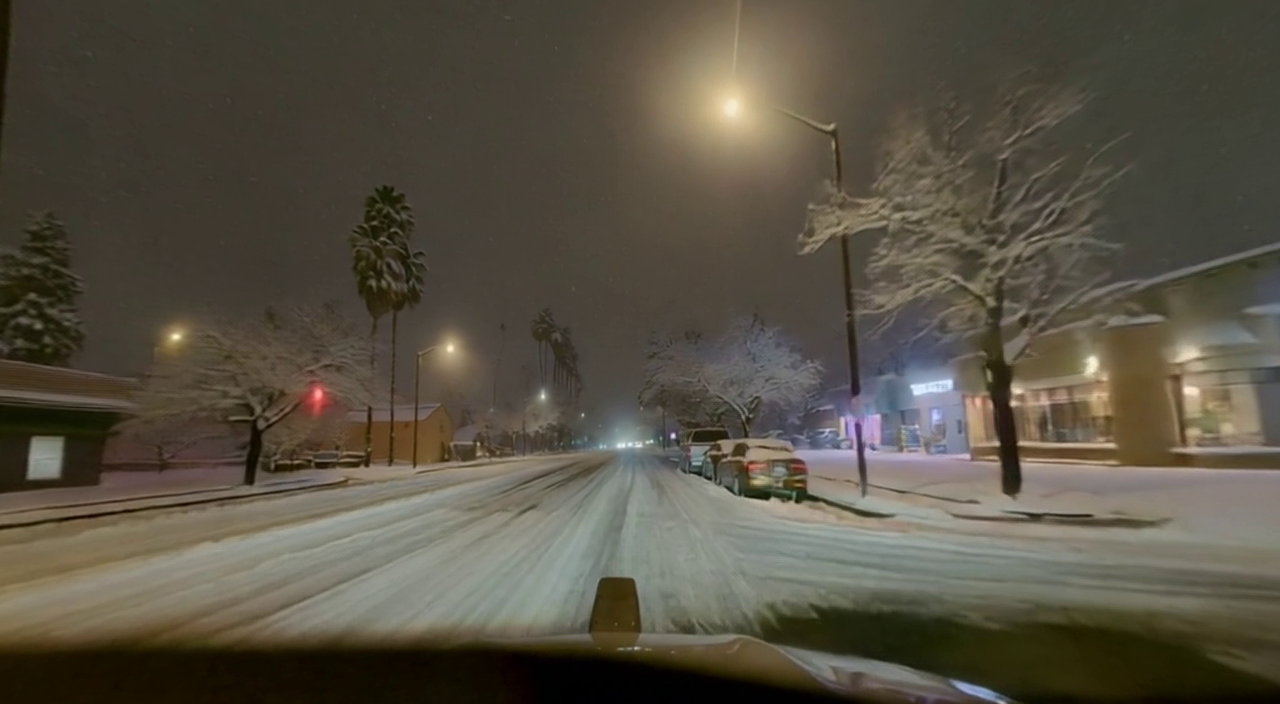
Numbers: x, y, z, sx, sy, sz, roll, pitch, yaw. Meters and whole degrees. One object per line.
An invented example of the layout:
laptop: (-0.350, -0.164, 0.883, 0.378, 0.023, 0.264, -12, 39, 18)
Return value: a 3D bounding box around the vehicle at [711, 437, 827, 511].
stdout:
vehicle: (3.123, 3.064, 16.324, 2.046, 1.588, 4.508, 0, -9, 0)
